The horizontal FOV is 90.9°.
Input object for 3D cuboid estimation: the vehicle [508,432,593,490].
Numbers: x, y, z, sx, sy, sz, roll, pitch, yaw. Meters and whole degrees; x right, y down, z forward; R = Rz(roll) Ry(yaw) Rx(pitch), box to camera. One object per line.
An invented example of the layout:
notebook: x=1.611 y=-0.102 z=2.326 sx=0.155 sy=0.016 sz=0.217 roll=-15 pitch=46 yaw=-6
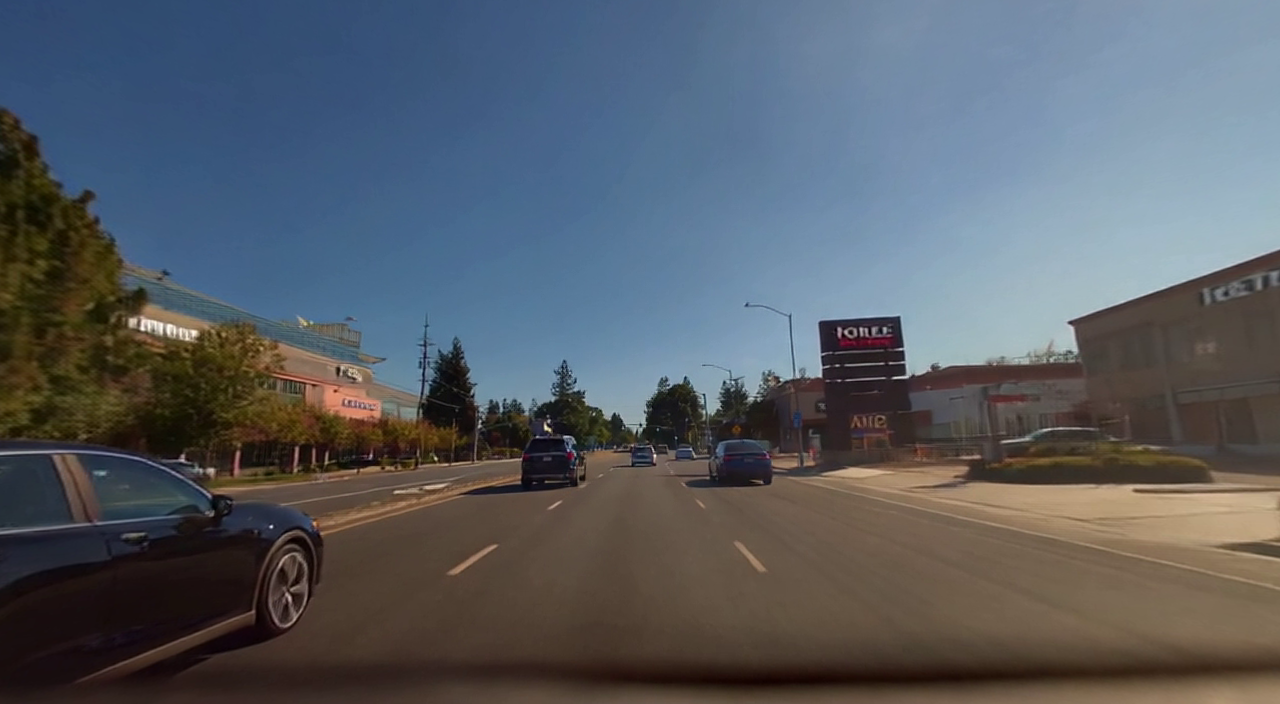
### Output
vehicle: x=-2.938 y=3.714 z=21.876 sx=2.193 sy=1.788 sz=4.603 roll=0 pitch=-8 yaw=1

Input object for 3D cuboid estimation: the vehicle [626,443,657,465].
vehicle: x=0.116 y=7.148 z=44.230 sx=2.069 sy=1.445 sz=3.965 roll=0 pitch=-8 yaw=0

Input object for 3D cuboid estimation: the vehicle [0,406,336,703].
vehicle: x=-3.242 y=0.926 z=2.182 sx=1.956 sy=1.460 sz=4.802 roll=0 pitch=-8 yaw=0

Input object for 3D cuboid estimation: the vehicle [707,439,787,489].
vehicle: x=3.461 y=3.699 z=21.213 sx=1.904 sy=1.490 sz=4.299 roll=0 pitch=-8 yaw=-1
